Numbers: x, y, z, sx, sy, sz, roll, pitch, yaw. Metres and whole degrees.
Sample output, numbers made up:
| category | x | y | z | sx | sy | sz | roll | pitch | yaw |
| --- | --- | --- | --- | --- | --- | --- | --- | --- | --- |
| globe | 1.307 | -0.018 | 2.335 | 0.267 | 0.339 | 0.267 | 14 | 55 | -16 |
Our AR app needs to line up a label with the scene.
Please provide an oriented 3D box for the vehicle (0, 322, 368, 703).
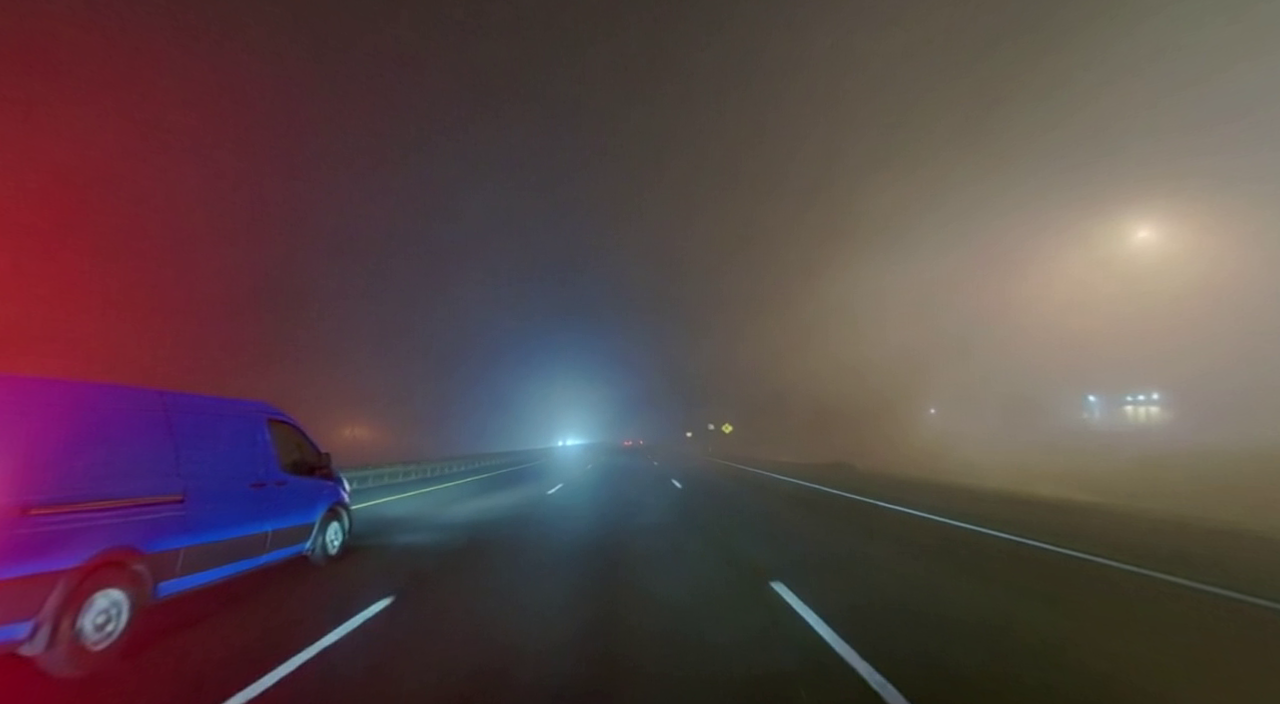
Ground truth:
| category | x | y | z | sx | sy | sz | roll | pitch | yaw |
| --- | --- | --- | --- | --- | --- | --- | --- | --- | --- |
| vehicle | -4.188 | 1.040 | 4.850 | 2.104 | 1.860 | 4.853 | 0 | -8 | -1 |
